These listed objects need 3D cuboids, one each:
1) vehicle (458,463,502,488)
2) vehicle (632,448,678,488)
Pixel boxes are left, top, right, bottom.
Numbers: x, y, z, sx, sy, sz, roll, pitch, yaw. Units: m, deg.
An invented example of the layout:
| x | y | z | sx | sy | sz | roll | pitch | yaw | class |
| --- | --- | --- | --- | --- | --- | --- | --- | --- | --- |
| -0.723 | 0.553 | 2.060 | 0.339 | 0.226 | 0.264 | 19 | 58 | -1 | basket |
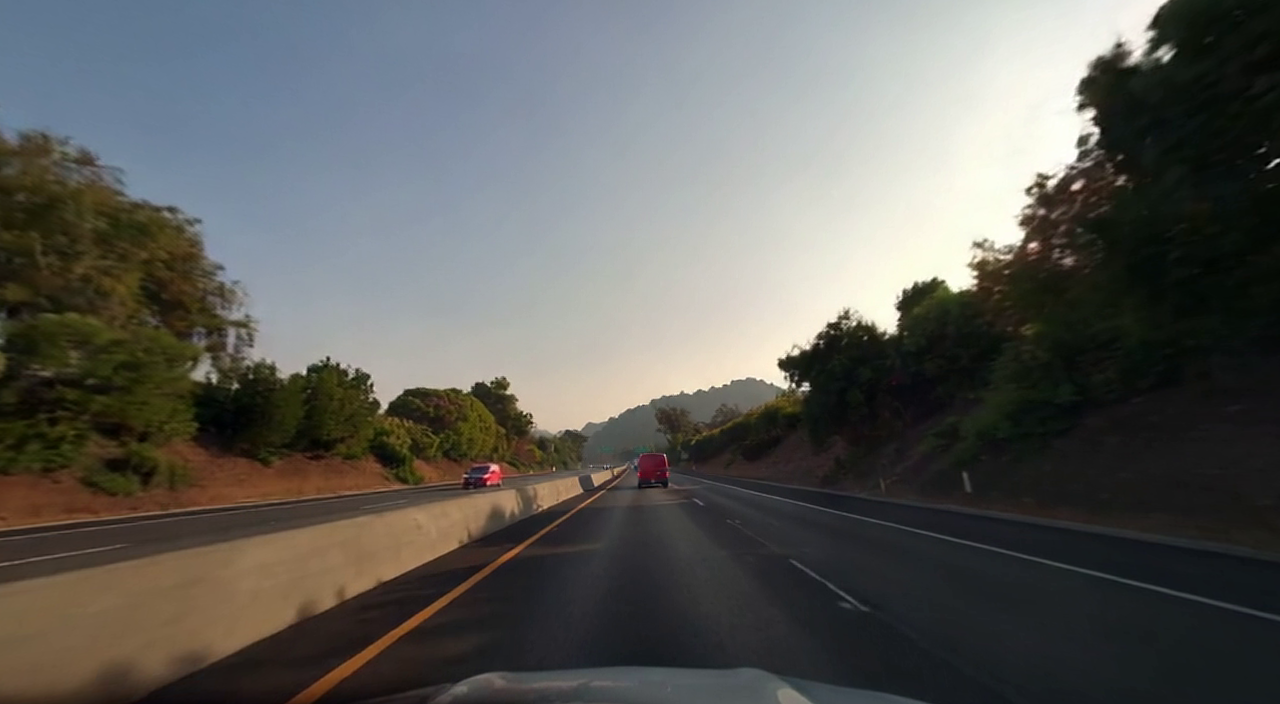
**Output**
| x | y | z | sx | sy | sz | roll | pitch | yaw | class |
| --- | --- | --- | --- | --- | --- | --- | --- | --- | --- |
| -11.923 | 9.217 | 47.260 | 2.023 | 1.743 | 4.528 | 1 | -11 | 0 | vehicle |
| 0.802 | 6.792 | 36.843 | 2.429 | 2.167 | 4.558 | 1 | -11 | -2 | vehicle |
